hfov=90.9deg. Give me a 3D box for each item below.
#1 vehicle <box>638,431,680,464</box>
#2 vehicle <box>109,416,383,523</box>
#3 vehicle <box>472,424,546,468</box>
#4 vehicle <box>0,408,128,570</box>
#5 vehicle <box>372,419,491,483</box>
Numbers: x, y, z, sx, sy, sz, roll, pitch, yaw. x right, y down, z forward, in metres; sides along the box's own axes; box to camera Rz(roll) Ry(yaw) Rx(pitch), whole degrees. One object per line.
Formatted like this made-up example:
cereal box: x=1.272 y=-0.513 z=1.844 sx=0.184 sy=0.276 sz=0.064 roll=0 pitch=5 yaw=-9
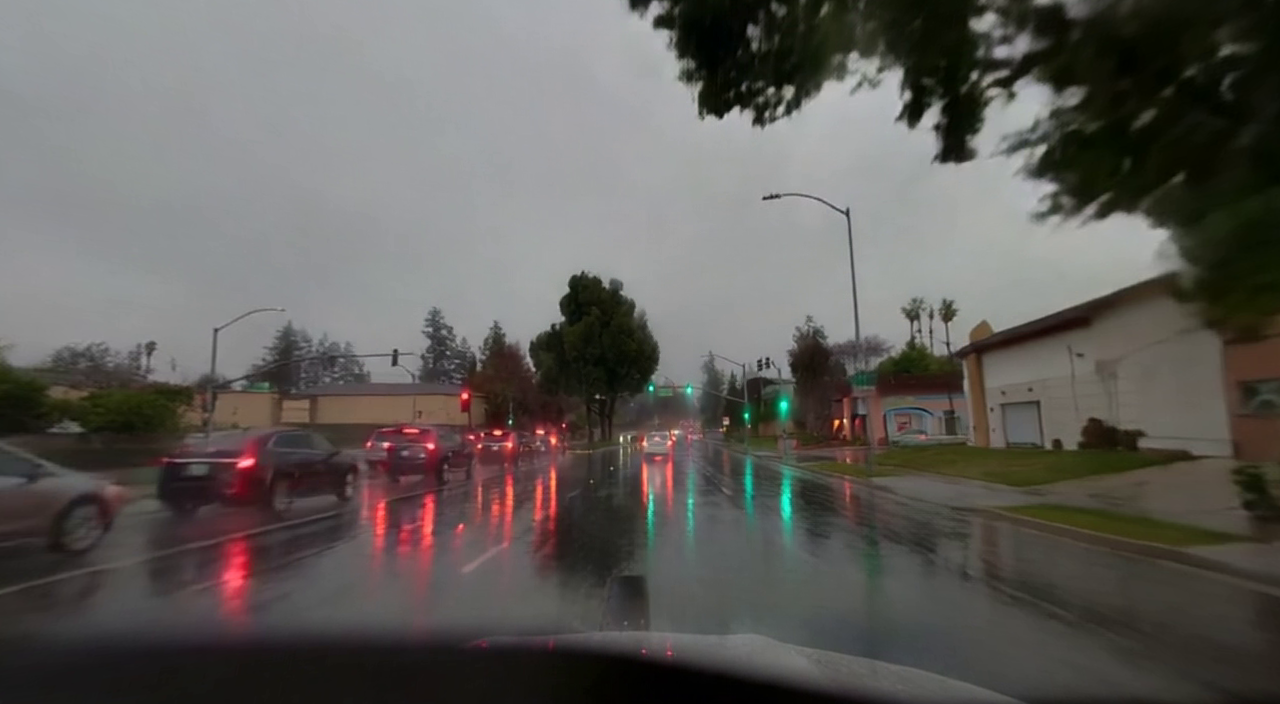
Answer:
vehicle: x=1.074 y=5.172 z=34.318 sx=2.197 sy=1.682 sz=3.642 roll=0 pitch=-8 yaw=3
vehicle: x=-7.017 y=2.138 z=12.046 sx=2.121 sy=1.630 sz=4.642 roll=0 pitch=-8 yaw=2
vehicle: x=-6.027 y=4.418 z=29.722 sx=2.111 sy=1.864 sz=4.932 roll=-1 pitch=-8 yaw=4
vehicle: x=-7.375 y=1.318 z=5.920 sx=1.870 sy=1.616 sz=3.765 roll=0 pitch=-8 yaw=1
vehicle: x=-6.546 y=3.196 z=20.509 sx=1.951 sy=1.809 sz=4.917 roll=0 pitch=-8 yaw=3
